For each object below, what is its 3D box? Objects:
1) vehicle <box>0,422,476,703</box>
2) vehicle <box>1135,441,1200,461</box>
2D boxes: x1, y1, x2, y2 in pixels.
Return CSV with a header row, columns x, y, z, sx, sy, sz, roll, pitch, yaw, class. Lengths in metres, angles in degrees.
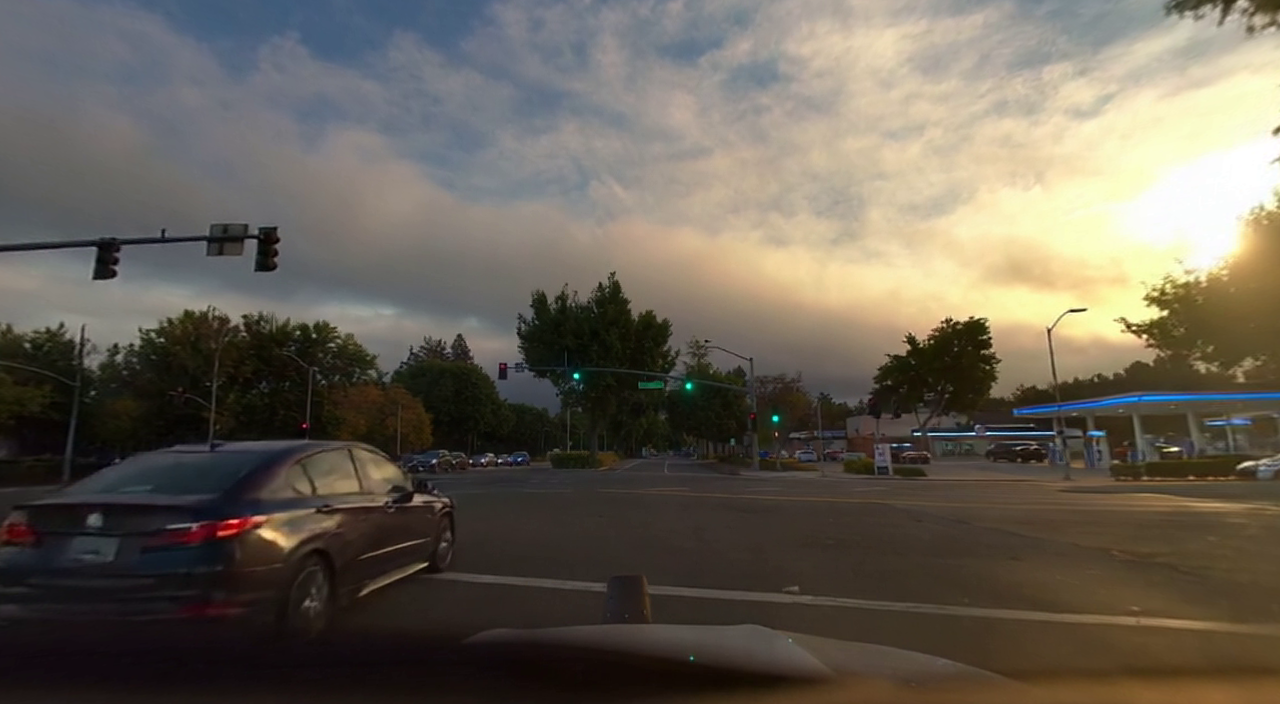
x,y,z,sx,sy,sz,roll,pitch,yaw,class
-3.015,1.410,5.140,2.041,1.483,4.533,0,-9,1,vehicle
40.503,7.618,48.410,3.518,1.433,1.763,1,-9,-5,vehicle
